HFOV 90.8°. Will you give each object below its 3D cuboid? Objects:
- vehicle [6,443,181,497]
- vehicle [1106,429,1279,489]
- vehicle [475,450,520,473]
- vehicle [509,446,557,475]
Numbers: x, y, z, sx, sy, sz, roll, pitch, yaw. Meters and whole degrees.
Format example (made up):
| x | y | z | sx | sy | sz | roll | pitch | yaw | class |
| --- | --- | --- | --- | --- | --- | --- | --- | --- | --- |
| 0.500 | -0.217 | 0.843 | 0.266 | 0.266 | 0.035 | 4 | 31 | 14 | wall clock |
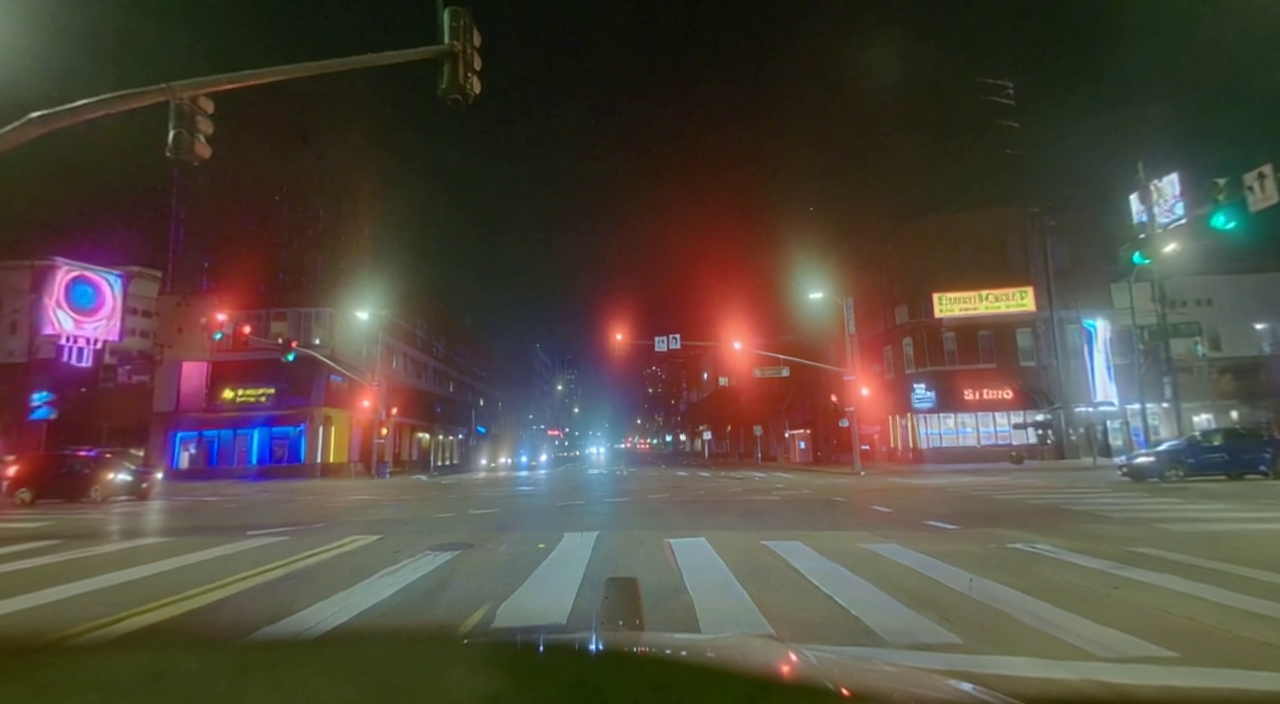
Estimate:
| x | y | z | sx | sy | sz | roll | pitch | yaw | class |
| --- | --- | --- | --- | --- | --- | --- | --- | --- | --- |
| -21.158 | 4.543 | 24.585 | 5.161 | 1.910 | 2.275 | -2 | -9 | 11 | vehicle |
| 15.418 | 2.799 | 16.602 | 4.651 | 1.463 | 1.880 | -2 | -9 | 8 | vehicle |
| -9.846 | 7.607 | 44.002 | 2.106 | 1.505 | 4.228 | 0 | -9 | 0 | vehicle |
| -6.782 | 6.915 | 40.586 | 2.181 | 1.703 | 4.512 | -1 | -9 | 1 | vehicle |
